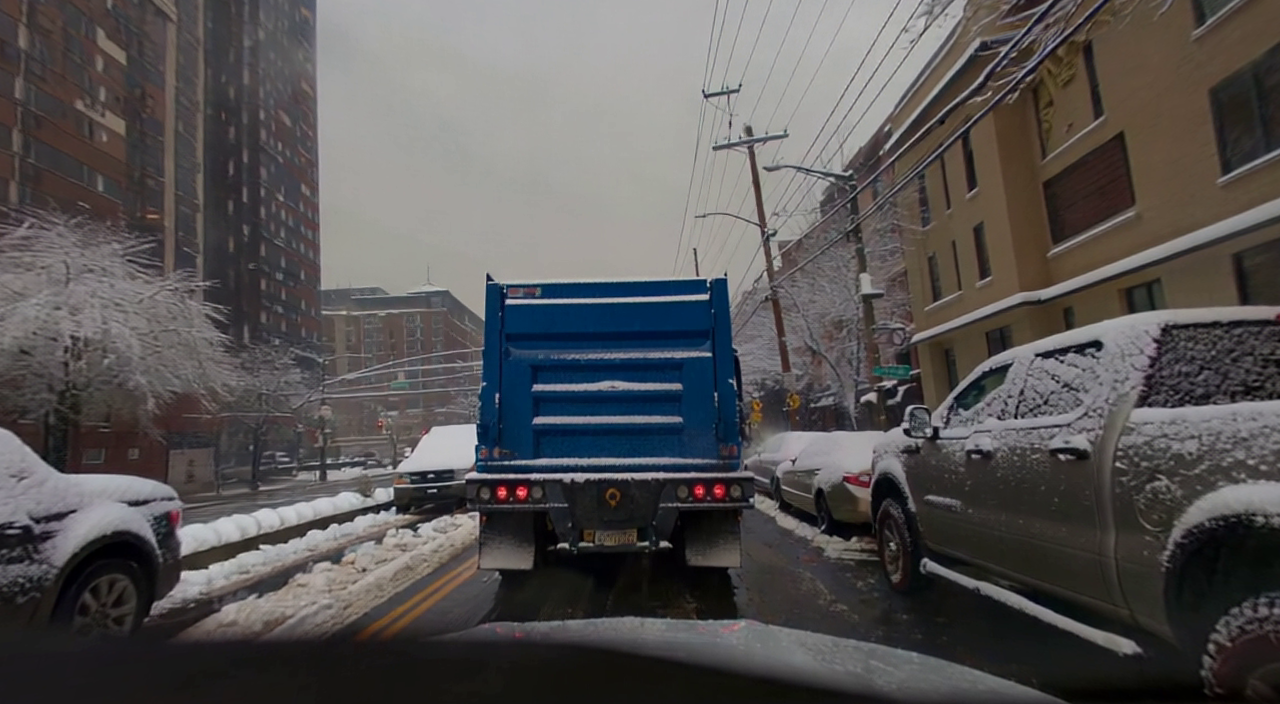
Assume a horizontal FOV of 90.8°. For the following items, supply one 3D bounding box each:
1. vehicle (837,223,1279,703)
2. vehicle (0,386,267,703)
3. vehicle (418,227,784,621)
[{"bbox_3d":[3.235,0.843,3.860,2.242,1.979,5.722,0,-8,1],"label":"vehicle"},{"bbox_3d":[-4.121,0.982,2.934,1.988,1.657,4.492,0,-8,0],"label":"vehicle"},{"bbox_3d":[-0.219,1.132,9.271,2.878,3.204,8.244,0,-8,1],"label":"vehicle"}]
